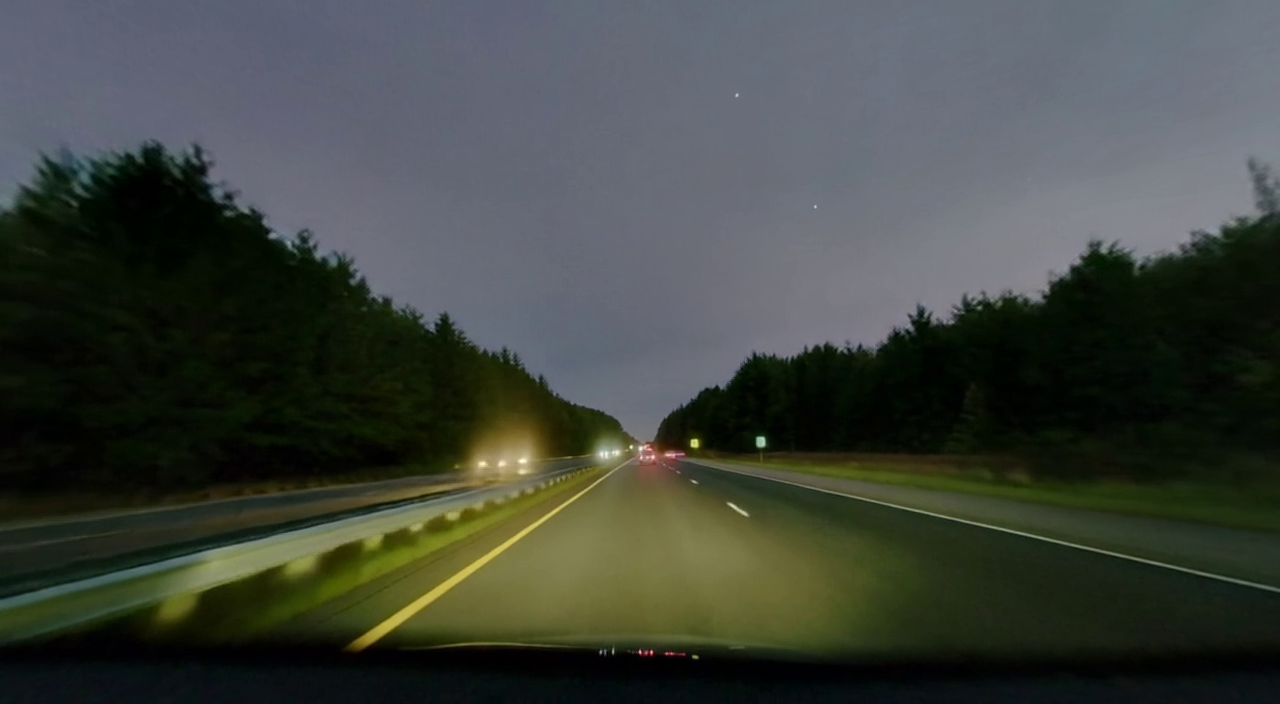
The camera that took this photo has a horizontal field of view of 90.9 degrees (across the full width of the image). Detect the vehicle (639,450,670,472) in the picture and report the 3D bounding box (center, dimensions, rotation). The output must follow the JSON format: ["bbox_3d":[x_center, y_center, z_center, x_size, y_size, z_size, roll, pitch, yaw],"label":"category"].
[{"bbox_3d":[1.035,7.947,46.077,2.162,1.492,3.975,0,-9,0],"label":"vehicle"}]

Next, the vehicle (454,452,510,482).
[{"bbox_3d":[-8.654,6.327,34.820,2.037,1.523,3.955,0,-9,0],"label":"vehicle"}]
